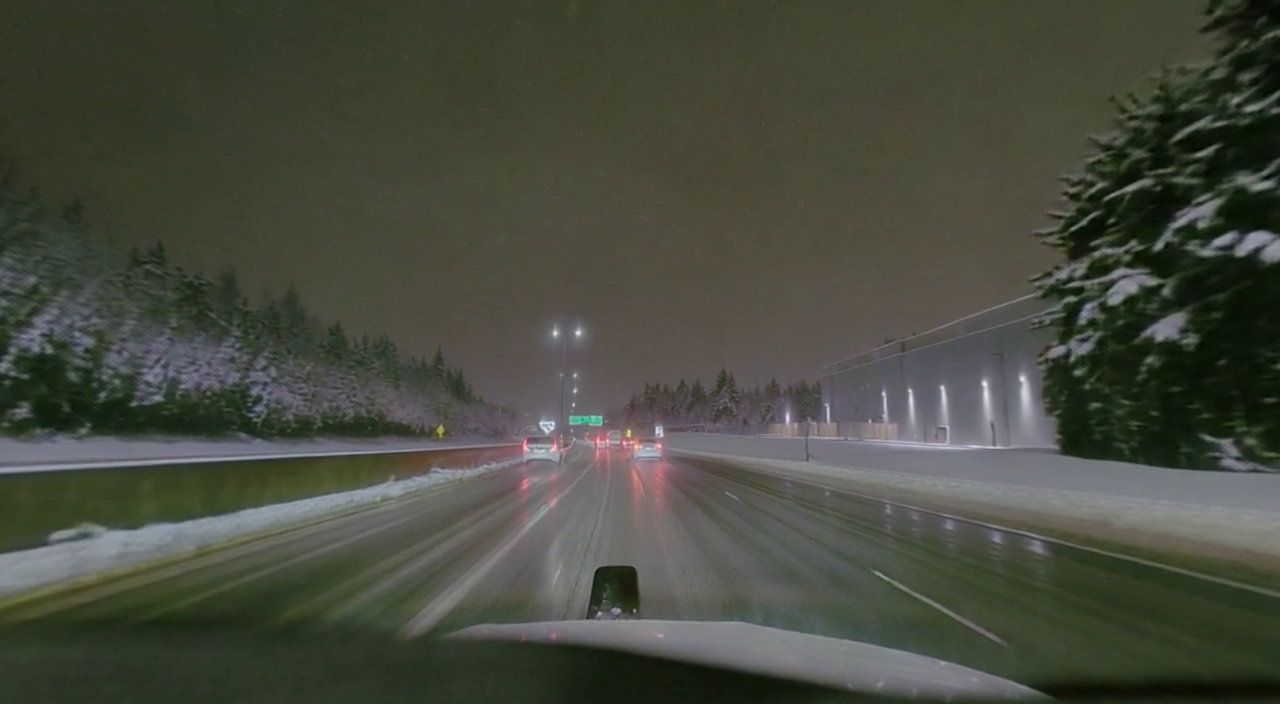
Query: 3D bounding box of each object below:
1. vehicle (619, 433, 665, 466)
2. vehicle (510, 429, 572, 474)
[{"bbox_3d":[0.018,5.187,33.531,2.078,1.608,3.982,0,-8,-5],"label":"vehicle"},{"bbox_3d":[-4.156,4.242,27.006,2.080,1.733,4.410,0,-8,-2],"label":"vehicle"}]
